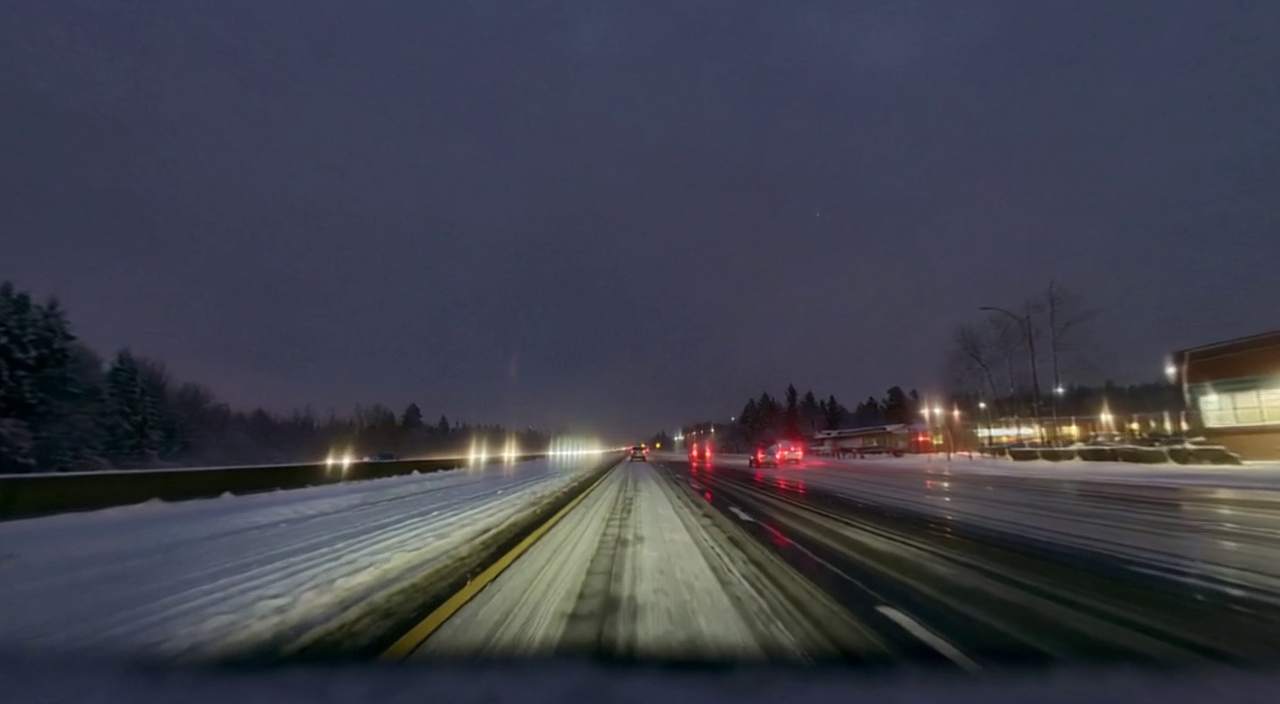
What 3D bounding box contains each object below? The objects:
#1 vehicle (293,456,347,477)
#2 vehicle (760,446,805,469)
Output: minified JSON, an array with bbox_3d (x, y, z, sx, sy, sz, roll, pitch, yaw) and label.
[{"bbox_3d":[-25.235,9.047,49.987,1.899,1.473,4.724,0,-9,-1],"label":"vehicle"},{"bbox_3d":[9.901,7.339,44.230,1.953,1.473,4.512,0,-8,-3],"label":"vehicle"}]
